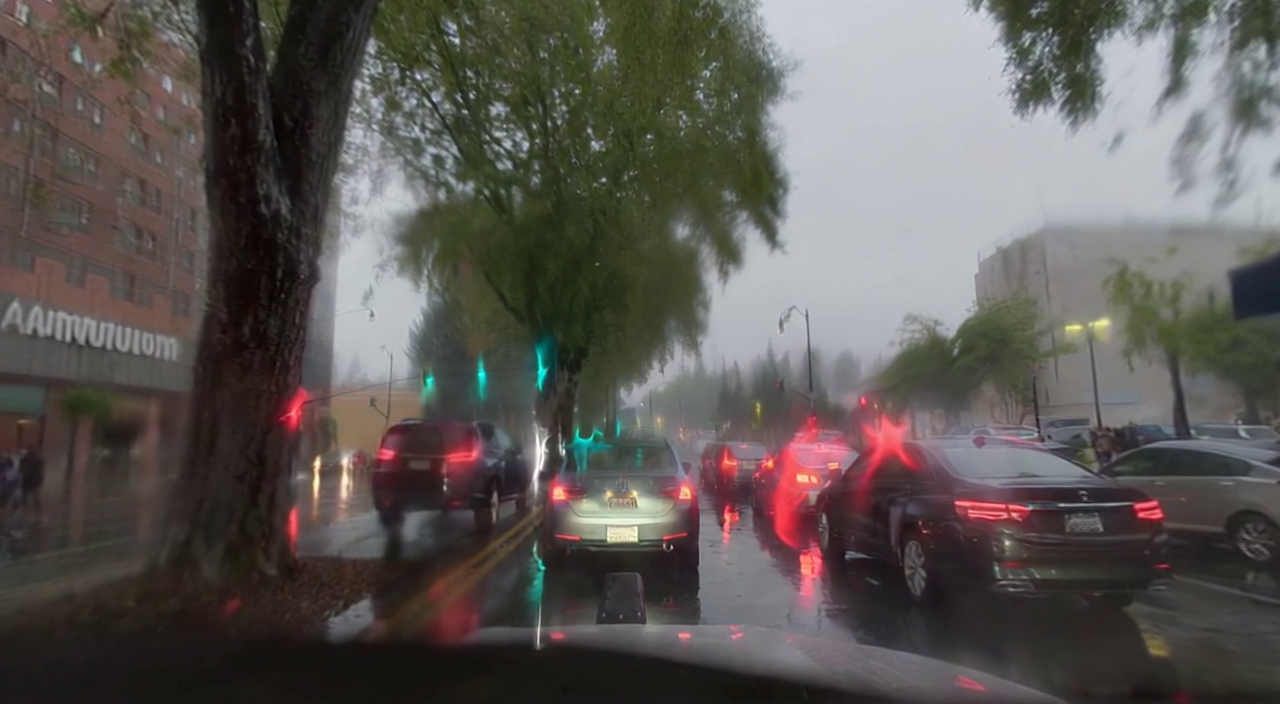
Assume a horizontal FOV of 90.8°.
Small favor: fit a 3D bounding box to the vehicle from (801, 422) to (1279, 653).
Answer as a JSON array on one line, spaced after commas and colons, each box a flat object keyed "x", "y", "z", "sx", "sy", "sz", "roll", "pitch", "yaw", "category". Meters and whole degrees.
[{"x": 3.227, "y": 1.536, "z": 6.396, "sx": 1.912, "sy": 1.454, "sz": 4.537, "roll": 0, "pitch": -9, "yaw": -1, "category": "vehicle"}]

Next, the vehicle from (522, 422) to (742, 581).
[{"x": -0.106, "y": 1.749, "z": 8.192, "sx": 2.118, "sy": 1.512, "sz": 4.013, "roll": 0, "pitch": -9, "yaw": -1, "category": "vehicle"}]

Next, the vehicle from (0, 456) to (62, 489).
[{"x": -31.729, "y": 5.988, "z": 31.504, "sx": 1.913, "sy": 1.531, "sz": 4.000, "roll": -9, "pitch": -12, "yaw": 43, "category": "vehicle"}]

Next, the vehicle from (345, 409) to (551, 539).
[{"x": -3.105, "y": 2.127, "z": 11.603, "sx": 2.223, "sy": 1.840, "sz": 4.919, "roll": 0, "pitch": -9, "yaw": 0, "category": "vehicle"}]
